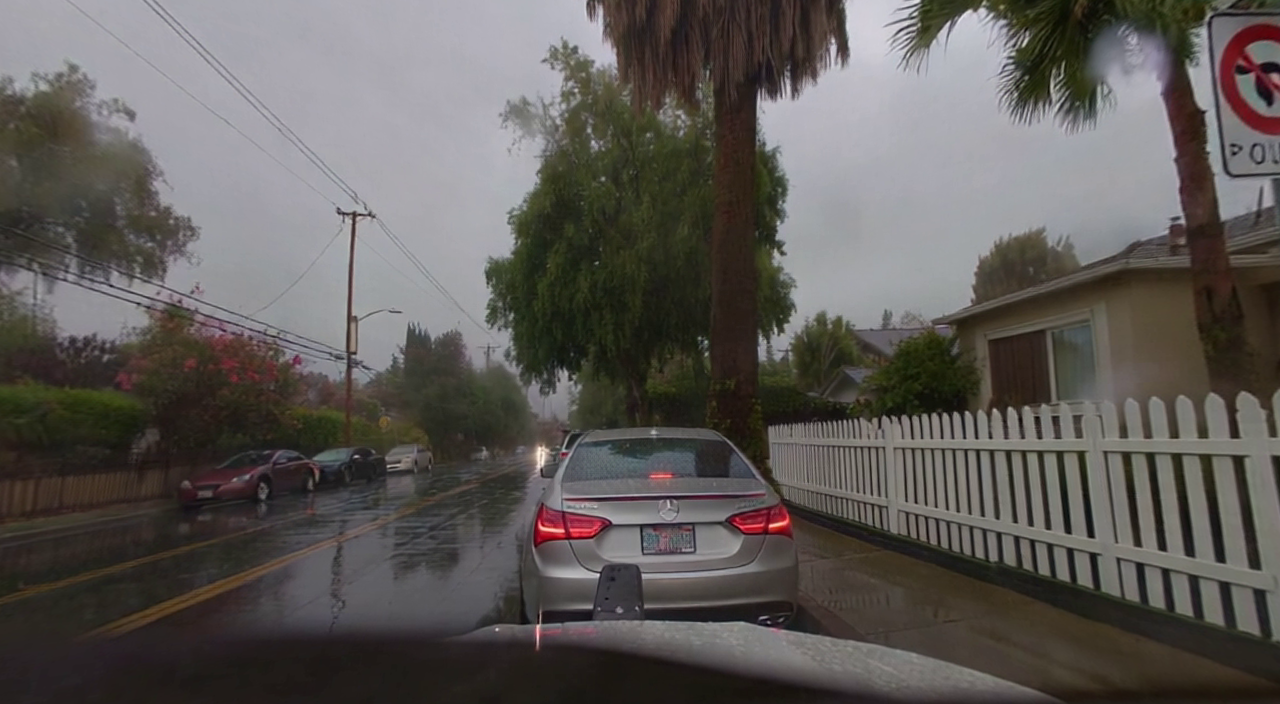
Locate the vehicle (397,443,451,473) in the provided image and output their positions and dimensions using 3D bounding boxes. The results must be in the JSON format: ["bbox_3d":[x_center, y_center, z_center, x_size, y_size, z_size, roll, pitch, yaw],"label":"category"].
[{"bbox_3d":[-13.176,6.460,38.687,2.060,1.689,4.999,1,-8,-7],"label":"vehicle"}]

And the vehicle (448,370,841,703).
[{"bbox_3d":[-0.138,1.216,4.994,1.894,1.695,3.795,1,-8,-6],"label":"vehicle"}]

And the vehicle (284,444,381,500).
[{"bbox_3d":[-12.163,4.713,25.274,2.048,1.485,4.757,-4,-4,-7],"label":"vehicle"}]

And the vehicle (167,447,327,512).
[{"bbox_3d":[-11.402,3.664,18.793,2.017,1.627,5.039,1,-8,-7],"label":"vehicle"}]
